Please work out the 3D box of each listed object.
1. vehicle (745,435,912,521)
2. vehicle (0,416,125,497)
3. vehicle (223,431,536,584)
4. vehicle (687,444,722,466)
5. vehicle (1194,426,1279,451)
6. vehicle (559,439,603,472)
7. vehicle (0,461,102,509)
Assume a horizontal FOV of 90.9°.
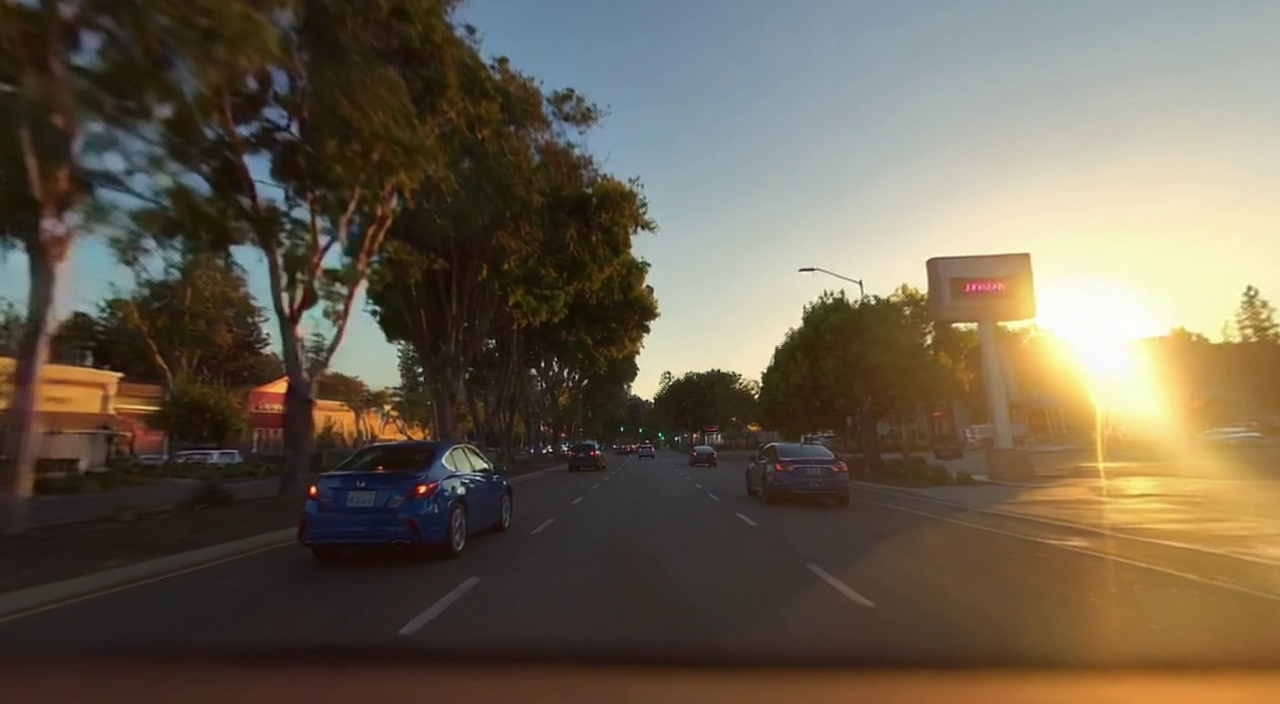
[{"bbox_3d":[3.689,2.555,13.391,2.036,1.480,4.659,0,-9,-1],"label":"vehicle"},{"bbox_3d":[-29.955,4.842,29.340,8.970,3.504,3.159,0,-8,0],"label":"vehicle"},{"bbox_3d":[-2.932,1.879,8.613,2.082,1.460,4.922,0,-9,1],"label":"vehicle"},{"bbox_3d":[4.520,7.329,44.951,1.996,1.443,4.270,0,-9,-1],"label":"vehicle"},{"bbox_3d":[37.621,5.408,39.143,4.451,1.479,1.961,-1,-8,2],"label":"vehicle"},{"bbox_3d":[-3.299,5.908,36.086,1.981,1.731,4.360,0,-9,1],"label":"vehicle"},{"bbox_3d":[-22.271,4.749,22.771,1.822,1.483,4.236,0,-9,1],"label":"vehicle"}]
